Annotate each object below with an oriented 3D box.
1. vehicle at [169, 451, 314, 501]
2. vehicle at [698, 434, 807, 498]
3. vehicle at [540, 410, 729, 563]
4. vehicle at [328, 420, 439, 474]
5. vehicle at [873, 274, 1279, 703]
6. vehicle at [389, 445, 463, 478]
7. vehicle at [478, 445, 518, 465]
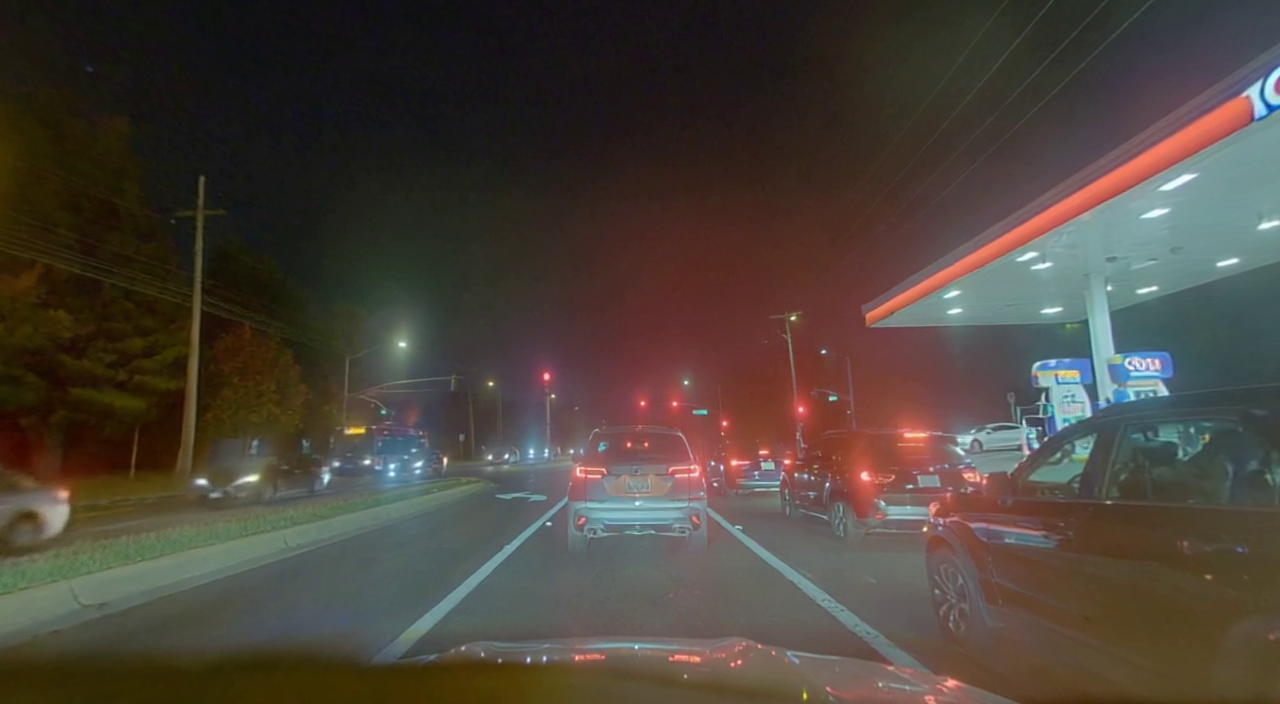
[{"bbox_3d":[-13.503,4.195,21.821,1.967,1.486,4.701,0,-9,-1],"label":"vehicle"},{"bbox_3d":[2.881,3.037,17.227,2.040,1.481,4.407,0,-9,-2],"label":"vehicle"},{"bbox_3d":[-0.113,1.799,9.113,2.087,1.677,4.053,0,-9,-1],"label":"vehicle"},{"bbox_3d":[-18.573,7.087,47.129,3.010,3.475,12.655,0,-9,0],"label":"vehicle"},{"bbox_3d":[3.082,0.843,3.266,2.049,1.813,4.245,0,-9,-1],"label":"vehicle"},{"bbox_3d":[-10.564,5.438,31.619,2.030,1.498,4.690,0,-9,0],"label":"vehicle"},{"bbox_3d":[-10.893,7.925,48.728,1.976,1.483,4.630,0,-9,0],"label":"vehicle"}]
